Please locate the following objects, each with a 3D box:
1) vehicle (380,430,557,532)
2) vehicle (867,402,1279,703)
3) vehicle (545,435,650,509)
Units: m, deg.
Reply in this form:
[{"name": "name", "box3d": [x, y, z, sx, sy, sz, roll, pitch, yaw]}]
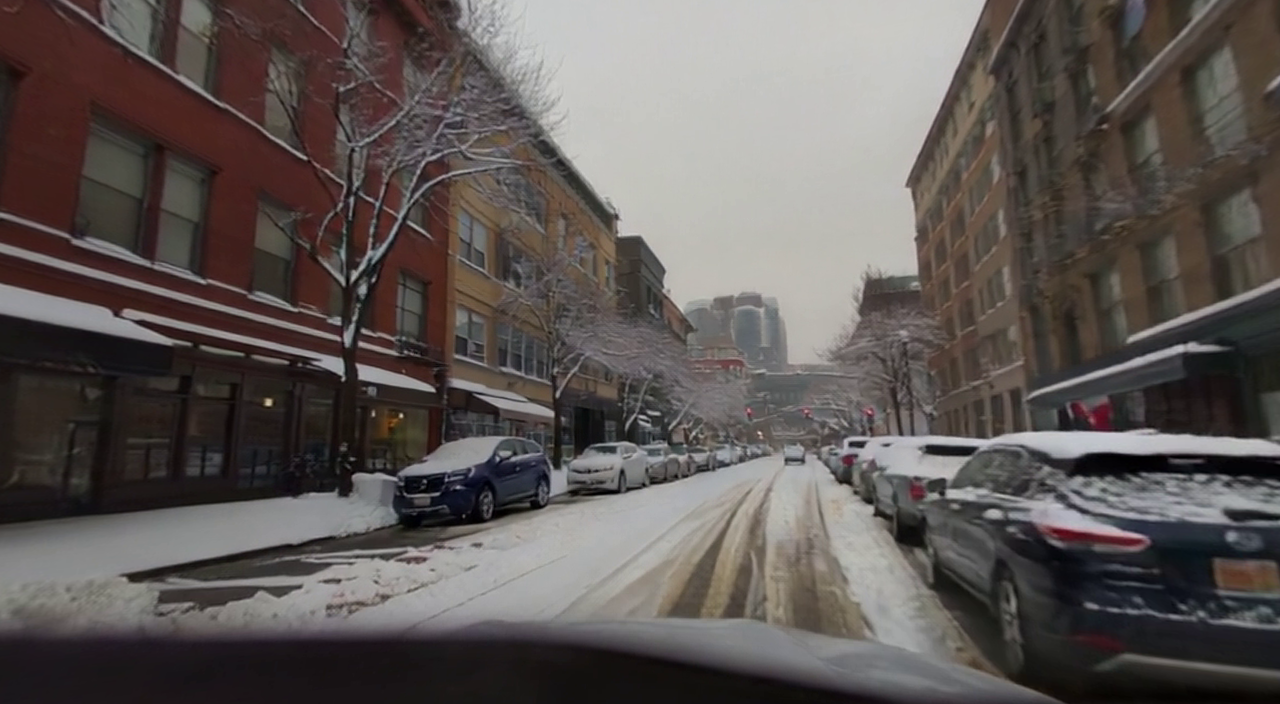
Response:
[{"name": "vehicle", "box3d": [-2.940, 2.213, 11.461, 1.875, 1.564, 2.982, -2, -7, 13]}, {"name": "vehicle", "box3d": [2.874, 1.211, 4.277, 1.925, 1.481, 4.653, -2, -8, 13]}, {"name": "vehicle", "box3d": [-1.048, 3.243, 17.673, 1.867, 1.519, 3.920, 0, -4, 13]}]
